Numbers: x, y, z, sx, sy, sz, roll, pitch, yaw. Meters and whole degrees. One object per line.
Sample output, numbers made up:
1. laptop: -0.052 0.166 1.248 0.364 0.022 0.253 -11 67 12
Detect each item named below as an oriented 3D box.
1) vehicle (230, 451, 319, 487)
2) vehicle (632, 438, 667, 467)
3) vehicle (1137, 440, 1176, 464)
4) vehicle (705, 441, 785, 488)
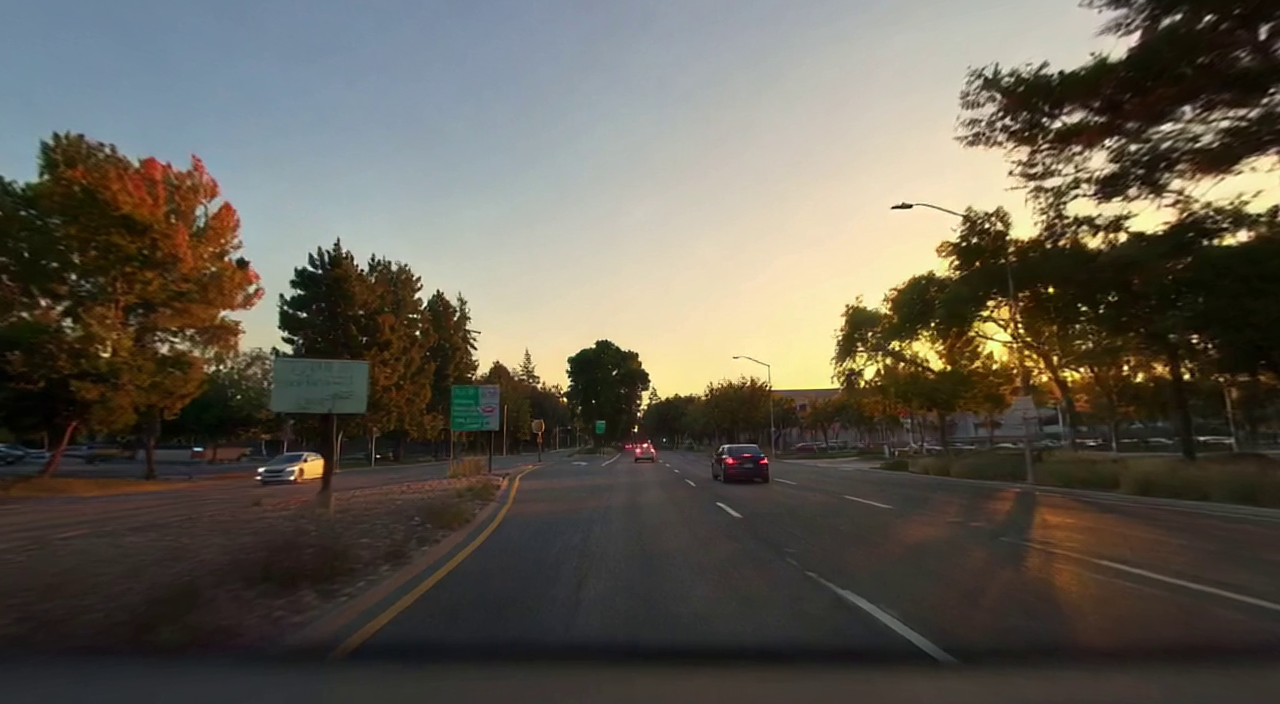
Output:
1. vehicle: -17.537 5.616 30.544 1.901 1.554 3.894 0 -8 0
2. vehicle: 0.582 6.575 41.401 1.988 1.800 4.322 1 -9 -3
3. vehicle: 38.743 7.483 47.441 1.875 1.645 4.474 -6 -10 35
4. vehicle: 3.592 3.934 22.481 1.948 1.479 4.620 0 -8 -2
